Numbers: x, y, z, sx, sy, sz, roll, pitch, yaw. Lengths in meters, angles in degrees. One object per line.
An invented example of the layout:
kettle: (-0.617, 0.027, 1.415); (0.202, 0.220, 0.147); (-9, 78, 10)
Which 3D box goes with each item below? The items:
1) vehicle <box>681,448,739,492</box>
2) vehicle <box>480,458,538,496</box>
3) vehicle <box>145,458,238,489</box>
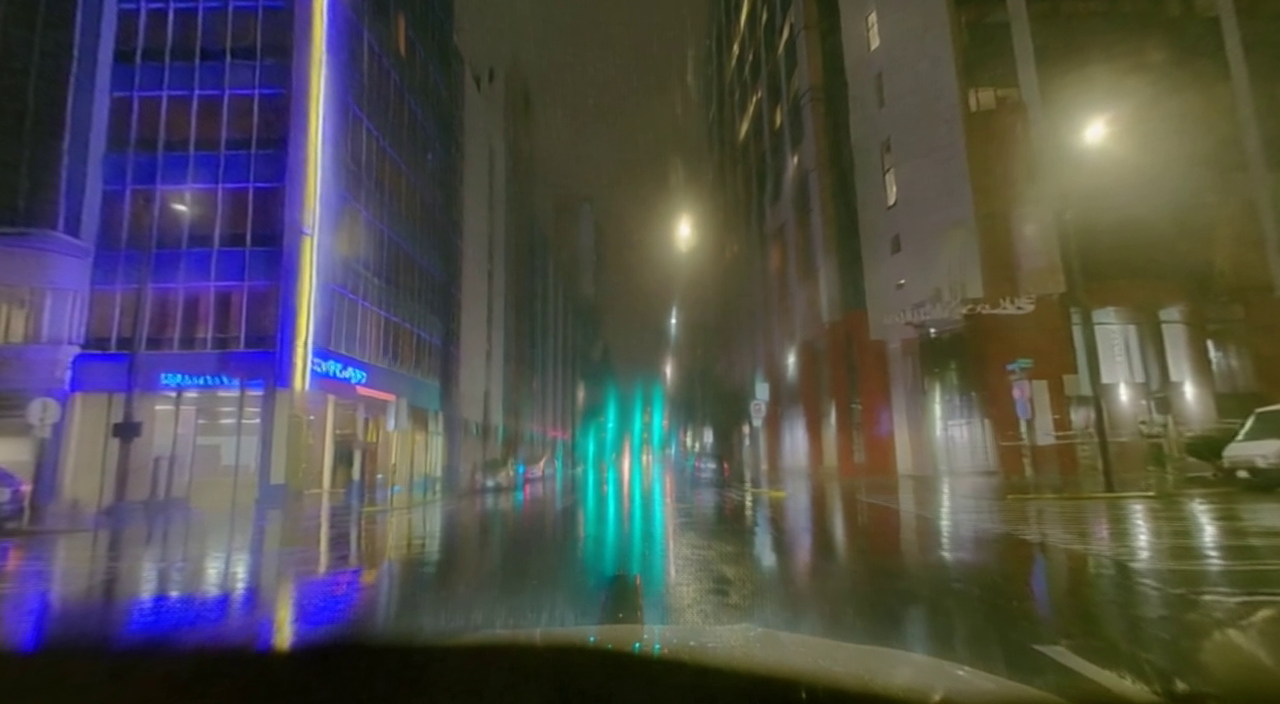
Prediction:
vehicle: (2.858, 4.938, 26.873); (1.917, 1.680, 4.500); (0, -9, 0)
vehicle: (-5.720, 5.505, 28.072); (1.864, 1.447, 3.887); (0, -9, -2)
vehicle: (-23.776, 6.449, 33.605); (3.618, 1.412, 1.587); (-2, -10, -7)
